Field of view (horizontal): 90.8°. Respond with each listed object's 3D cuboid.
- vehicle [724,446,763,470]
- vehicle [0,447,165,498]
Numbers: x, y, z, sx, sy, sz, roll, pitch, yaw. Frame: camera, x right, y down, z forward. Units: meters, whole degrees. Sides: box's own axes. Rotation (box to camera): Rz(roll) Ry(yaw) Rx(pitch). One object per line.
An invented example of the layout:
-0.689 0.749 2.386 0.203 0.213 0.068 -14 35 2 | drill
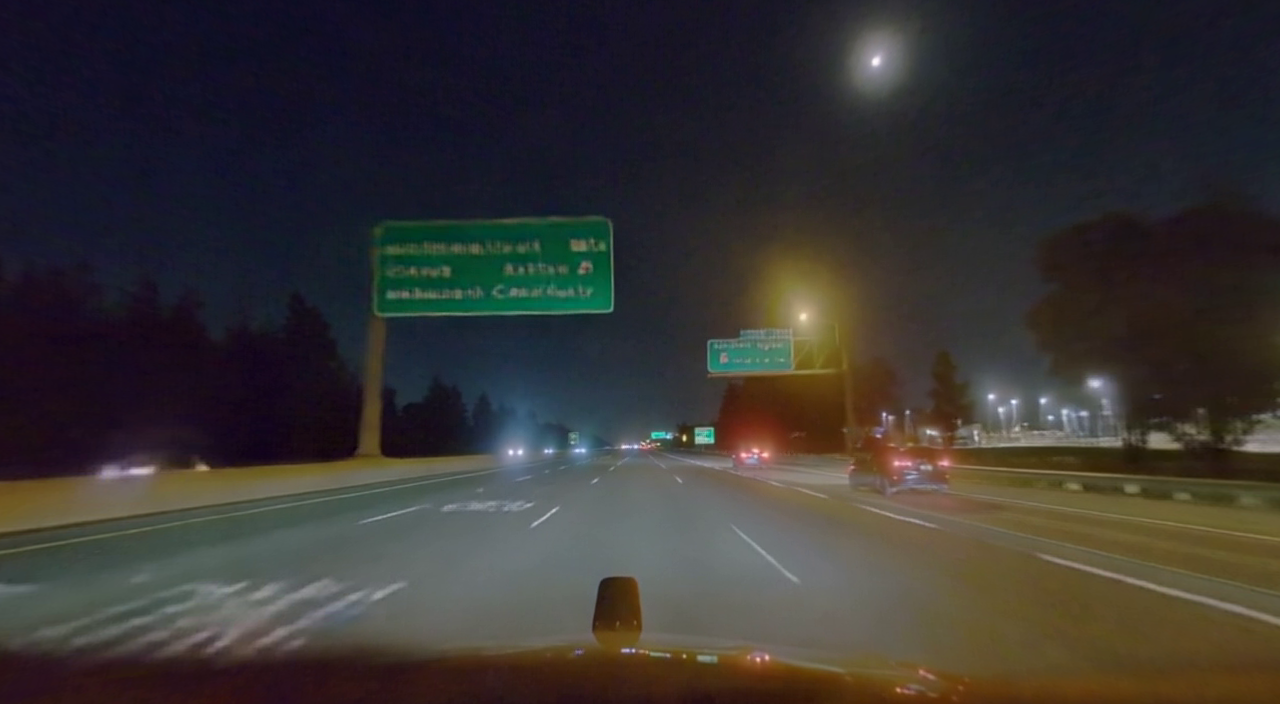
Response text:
7.189 7.395 44.373 1.958 1.498 4.447 0 -7 -1 | vehicle
-18.687 4.003 21.414 1.843 1.462 4.235 0 -8 0 | vehicle
